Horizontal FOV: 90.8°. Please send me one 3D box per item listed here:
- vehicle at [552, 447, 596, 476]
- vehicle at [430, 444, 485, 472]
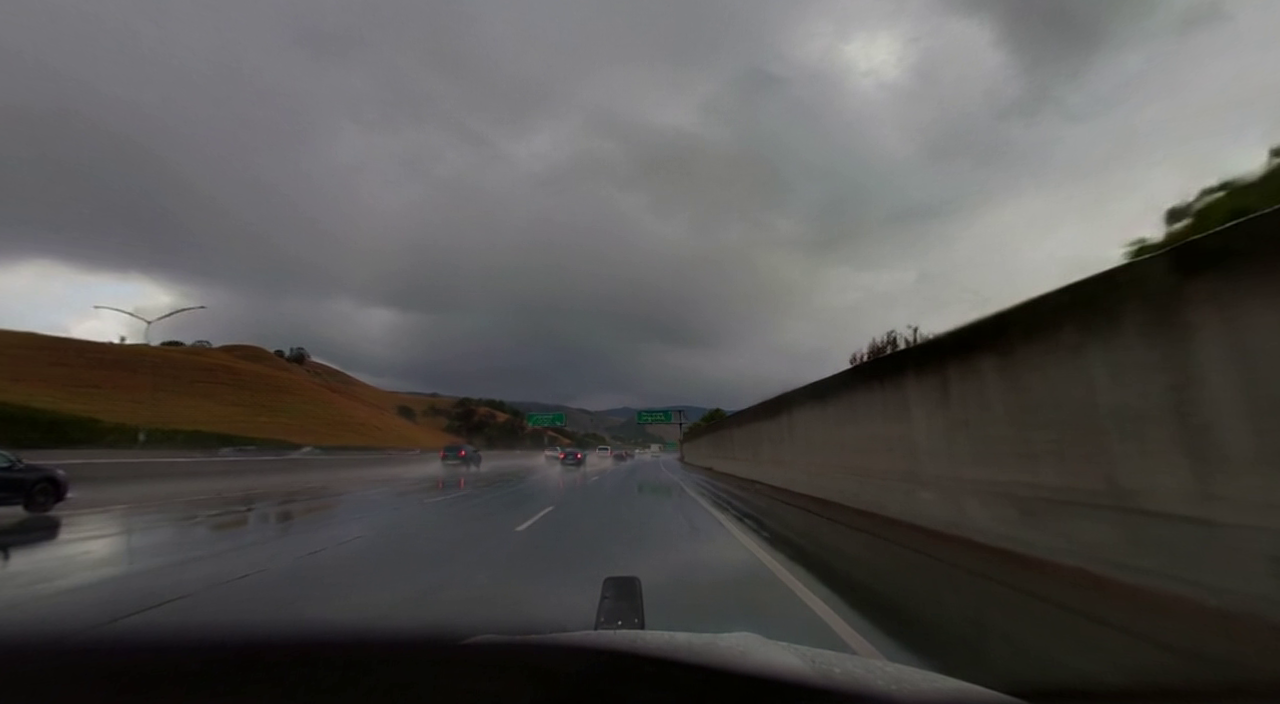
[{"bbox_3d":[-3.602,6.063,35.259,1.931,1.492,4.076,0,-9,1],"label":"vehicle"},{"bbox_3d":[-12.190,7.086,42.468,2.076,1.766,4.831,0,-9,2],"label":"vehicle"}]
